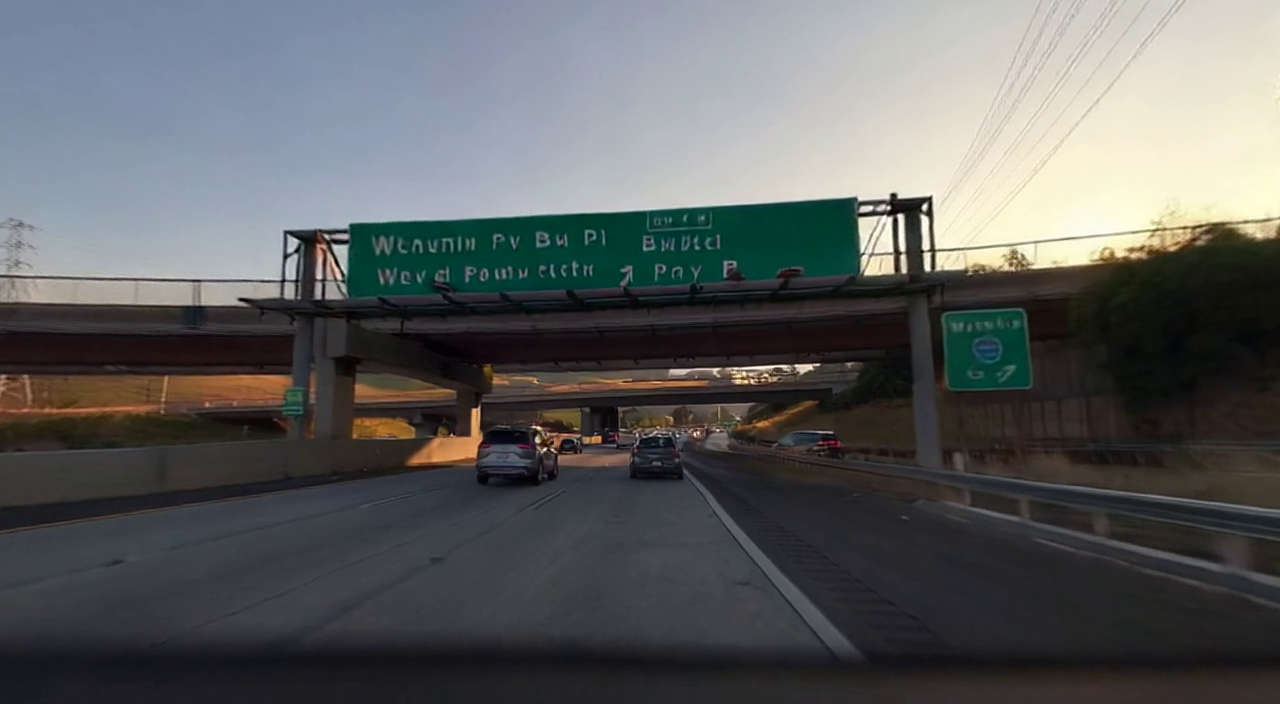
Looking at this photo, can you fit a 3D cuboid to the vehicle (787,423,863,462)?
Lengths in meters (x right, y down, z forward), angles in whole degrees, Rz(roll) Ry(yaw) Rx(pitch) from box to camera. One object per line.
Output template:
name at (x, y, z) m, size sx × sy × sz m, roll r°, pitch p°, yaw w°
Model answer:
vehicle at (13.120, 6.508, 45.460) m, size 2.571 × 2.571 × 6.876 m, roll 1°, pitch -9°, yaw -8°

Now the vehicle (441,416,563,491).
vehicle at (-3.708, 2.871, 18.057) m, size 2.228 × 1.845 × 4.847 m, roll -1°, pitch -8°, yaw 2°

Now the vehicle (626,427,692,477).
vehicle at (0.695, 3.633, 23.076) m, size 2.193 × 1.651 × 3.946 m, roll -1°, pitch -8°, yaw 2°
